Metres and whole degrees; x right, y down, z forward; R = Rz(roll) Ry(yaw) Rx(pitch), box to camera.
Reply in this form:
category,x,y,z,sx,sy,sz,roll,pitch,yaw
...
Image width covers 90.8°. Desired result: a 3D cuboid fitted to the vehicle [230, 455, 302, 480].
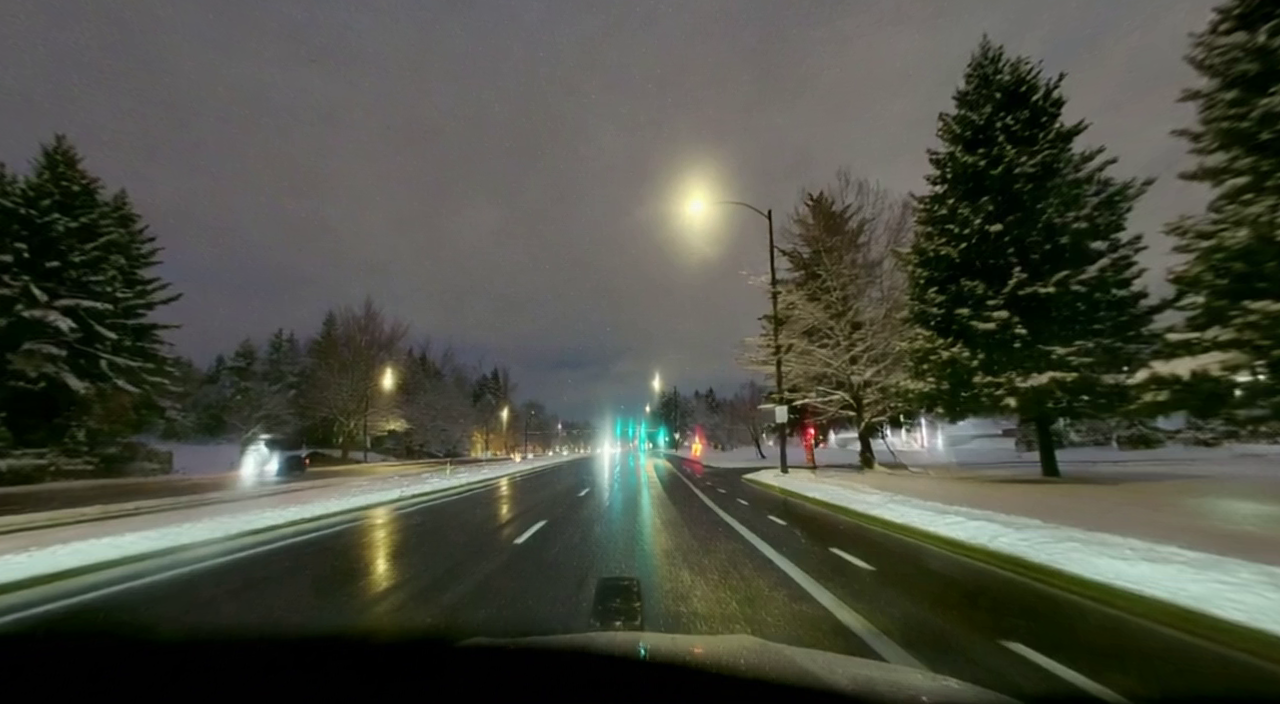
category,x,y,z,sx,sy,sz,roll,pitch,yaw
vehicle,-24.458,7.546,41.506,1.850,1.490,4.725,0,-8,0
